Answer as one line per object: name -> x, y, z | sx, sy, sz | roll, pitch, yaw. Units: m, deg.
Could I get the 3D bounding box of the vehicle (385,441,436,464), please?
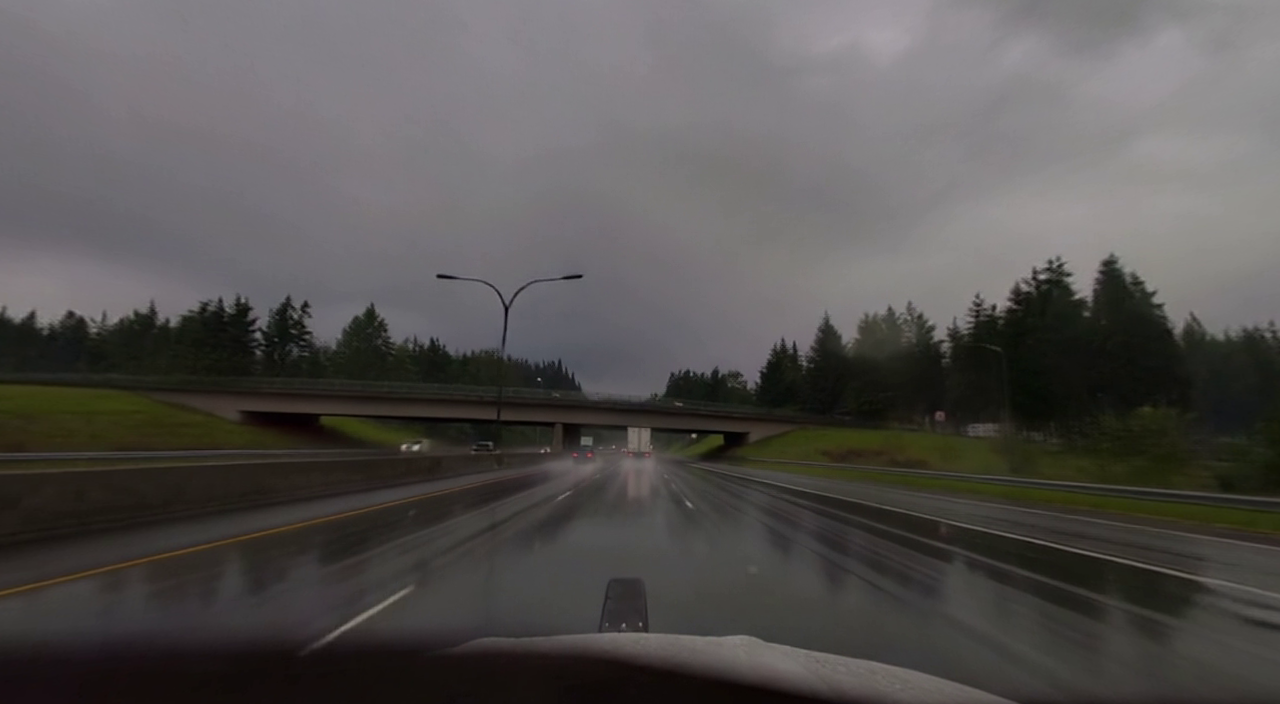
vehicle -> -16.109, 7.054, 44.426 | 1.936, 1.518, 4.340 | 0, -9, 0

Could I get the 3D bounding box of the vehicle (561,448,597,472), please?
vehicle -> -4.186, 7.423, 43.567 | 2.042, 1.526, 4.516 | 0, -9, 0
